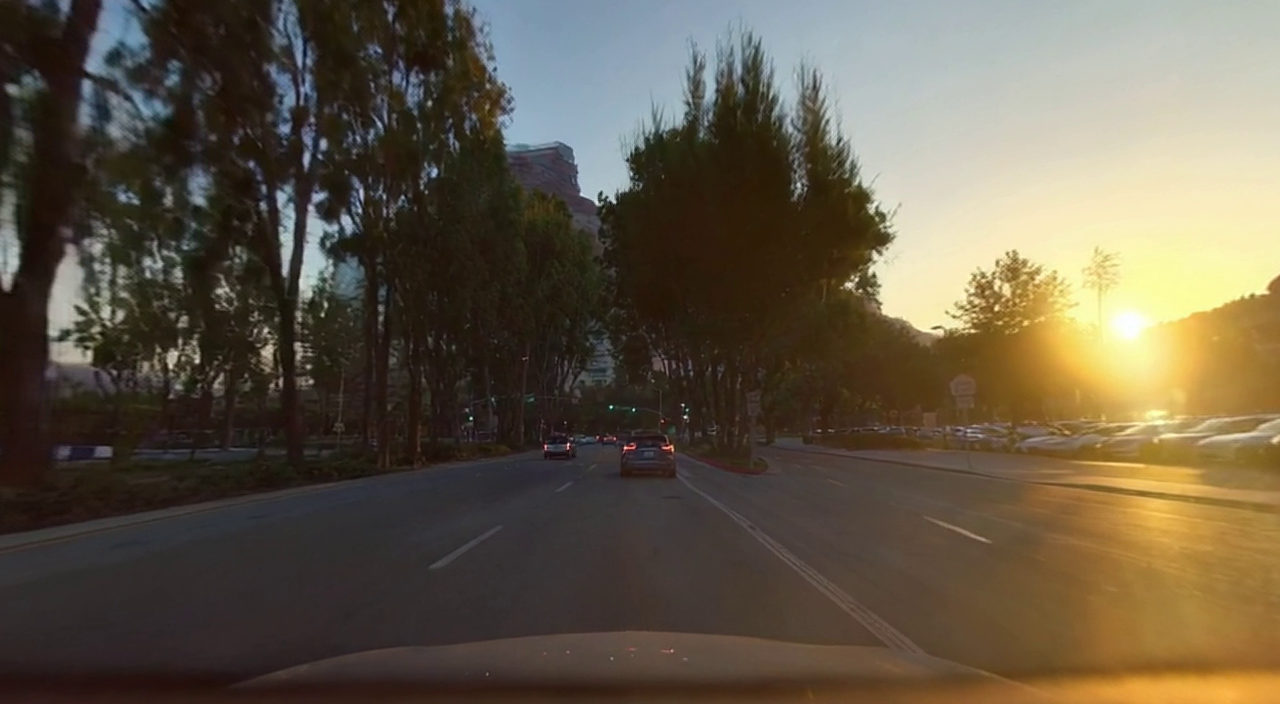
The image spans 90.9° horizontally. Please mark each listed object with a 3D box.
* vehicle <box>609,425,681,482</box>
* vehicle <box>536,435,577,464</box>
[{"bbox_3d":[0.089,3.302,20.694,2.135,1.691,3.884,0,-8,-1],"label":"vehicle"},{"bbox_3d":[-4.775,5.617,36.438,1.950,1.563,3.727,0,-8,-1],"label":"vehicle"}]
